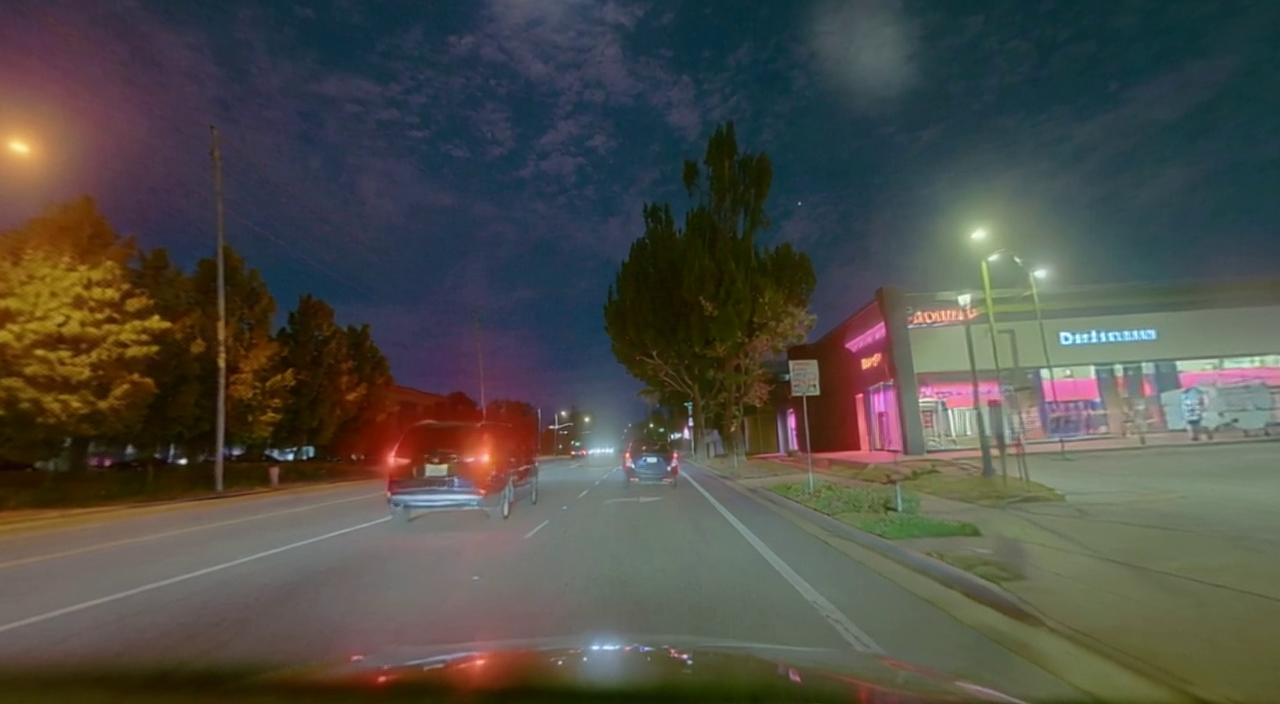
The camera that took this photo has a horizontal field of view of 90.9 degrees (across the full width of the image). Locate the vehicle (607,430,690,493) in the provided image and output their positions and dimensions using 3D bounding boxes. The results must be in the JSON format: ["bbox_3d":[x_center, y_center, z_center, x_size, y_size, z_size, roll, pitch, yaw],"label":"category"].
[{"bbox_3d":[0.221,3.115,18.291,2.108,1.612,4.246,0,-8,0],"label":"vehicle"}]

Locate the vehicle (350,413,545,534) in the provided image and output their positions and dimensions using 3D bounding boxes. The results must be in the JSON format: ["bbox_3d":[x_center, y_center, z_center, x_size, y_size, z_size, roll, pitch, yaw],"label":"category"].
[{"bbox_3d":[-3.398,2.271,12.478,2.064,1.859,5.154,0,-8,2],"label":"vehicle"}]

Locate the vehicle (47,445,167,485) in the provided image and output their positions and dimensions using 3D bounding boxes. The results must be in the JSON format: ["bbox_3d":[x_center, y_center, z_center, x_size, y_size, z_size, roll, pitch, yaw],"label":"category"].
[{"bbox_3d":[-29.304,6.193,34.751,4.703,2.084,2.143,0,-9,4],"label":"vehicle"}]

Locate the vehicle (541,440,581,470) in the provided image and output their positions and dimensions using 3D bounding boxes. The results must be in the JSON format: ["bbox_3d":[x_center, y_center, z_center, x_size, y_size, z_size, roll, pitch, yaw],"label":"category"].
[{"bbox_3d":[-4.780,6.265,38.503,1.862,1.694,4.315,0,-8,0],"label":"vehicle"}]

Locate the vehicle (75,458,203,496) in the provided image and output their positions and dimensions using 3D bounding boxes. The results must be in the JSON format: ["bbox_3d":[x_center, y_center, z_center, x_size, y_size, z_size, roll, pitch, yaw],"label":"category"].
[{"bbox_3d":[-23.033,5.725,29.250,1.862,1.468,4.708,0,-8,4],"label":"vehicle"}]
